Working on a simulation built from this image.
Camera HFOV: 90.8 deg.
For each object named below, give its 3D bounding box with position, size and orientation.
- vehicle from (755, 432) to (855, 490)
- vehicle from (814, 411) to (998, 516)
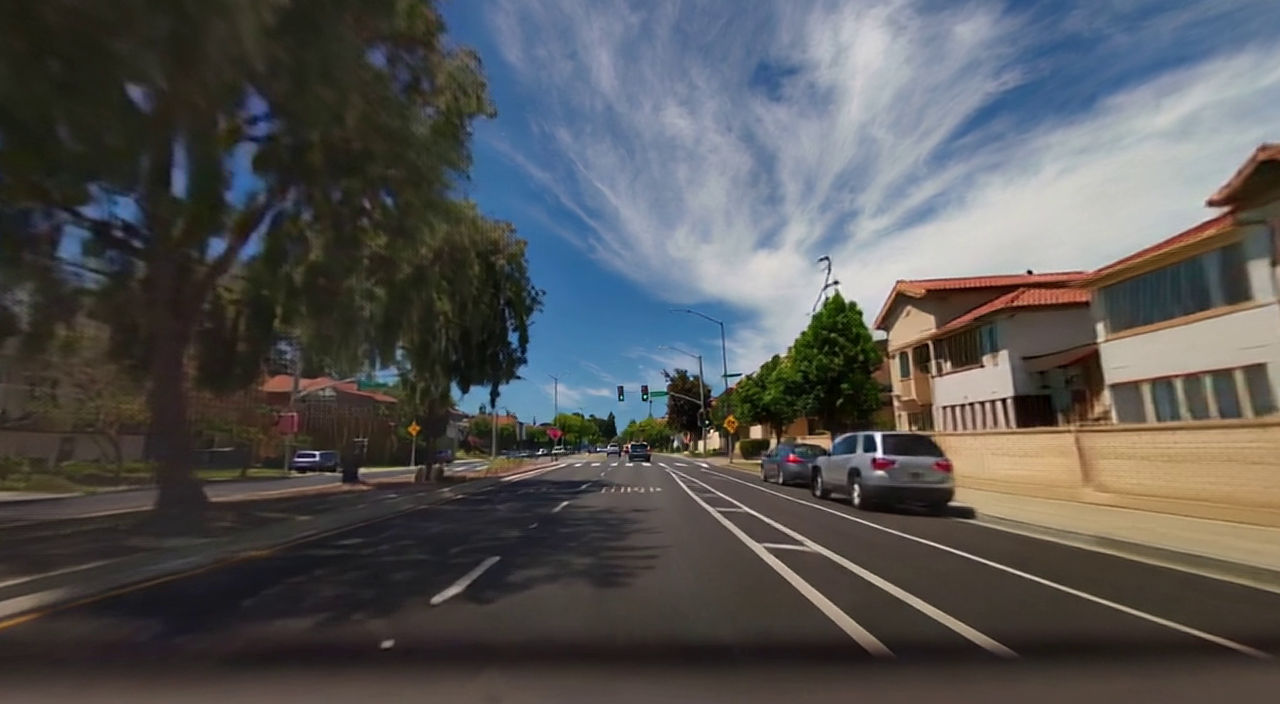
[{"bbox_3d":[5.389,3.660,21.434,2.070,1.710,4.964,0,-9,0],"label":"vehicle"},{"bbox_3d":[5.629,2.432,14.250,2.008,1.930,4.919,0,-8,1],"label":"vehicle"}]
